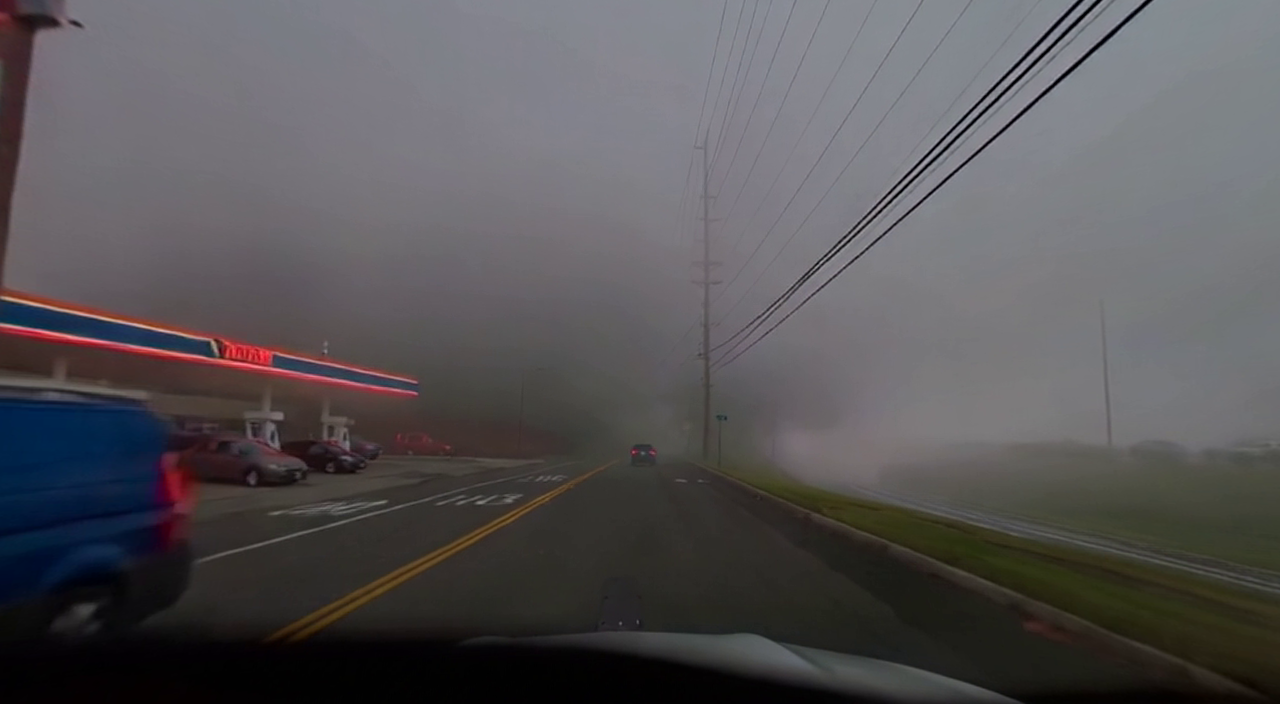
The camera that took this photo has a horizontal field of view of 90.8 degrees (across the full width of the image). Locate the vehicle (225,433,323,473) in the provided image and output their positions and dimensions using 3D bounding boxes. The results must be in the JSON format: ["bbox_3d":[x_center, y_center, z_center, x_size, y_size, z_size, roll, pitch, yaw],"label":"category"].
[{"bbox_3d":[-17.169,4.726,29.910,1.928,1.708,4.344,0,-8,1],"label":"vehicle"}]

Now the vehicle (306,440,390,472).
[{"bbox_3d":[-14.058,5.011,30.769,1.947,1.435,4.606,0,-8,-1],"label":"vehicle"}]

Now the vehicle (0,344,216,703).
[{"bbox_3d":[-4.157,0.752,1.962,2.274,1.844,4.843,0,-8,0],"label":"vehicle"}]
